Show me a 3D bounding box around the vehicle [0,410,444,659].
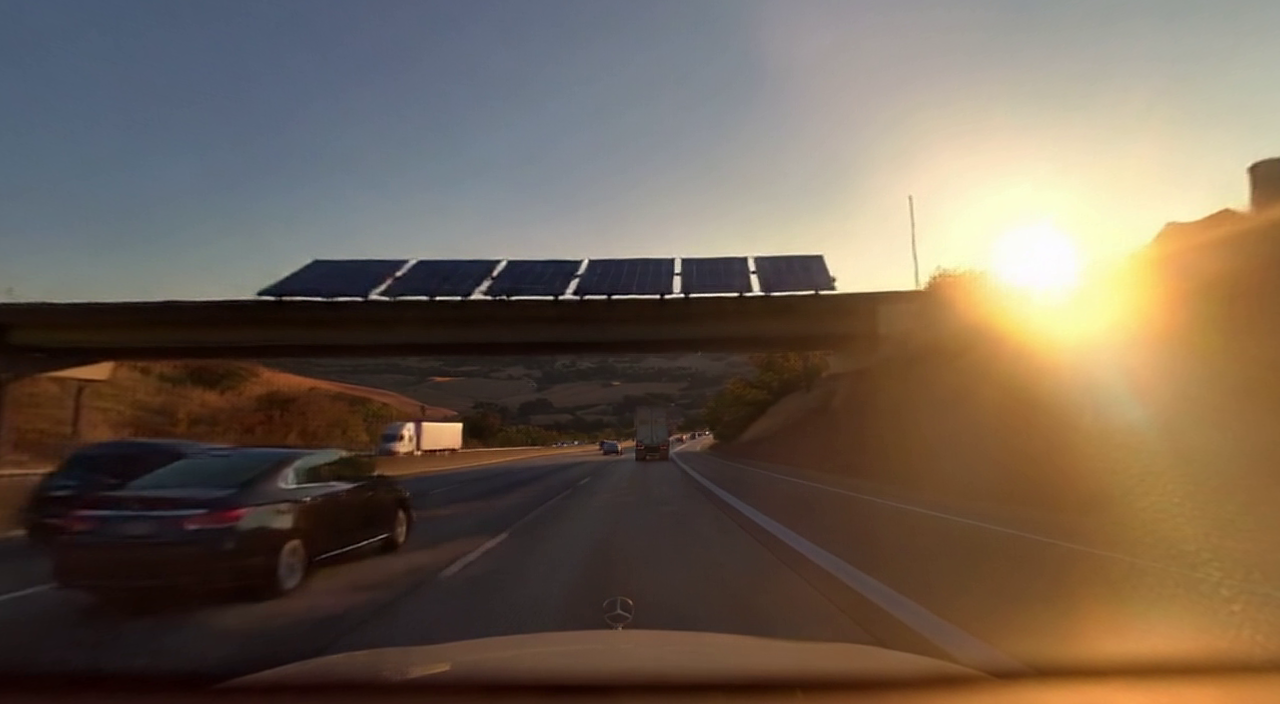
[{"bbox_3d":[-3.668,1.490,6.258,2.066,1.581,4.268,0,-8,0],"label":"vehicle"}]

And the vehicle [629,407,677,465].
[{"bbox_3d":[0.850,5.972,44.419,2.967,3.633,10.015,0,-8,0],"label":"vehicle"}]
